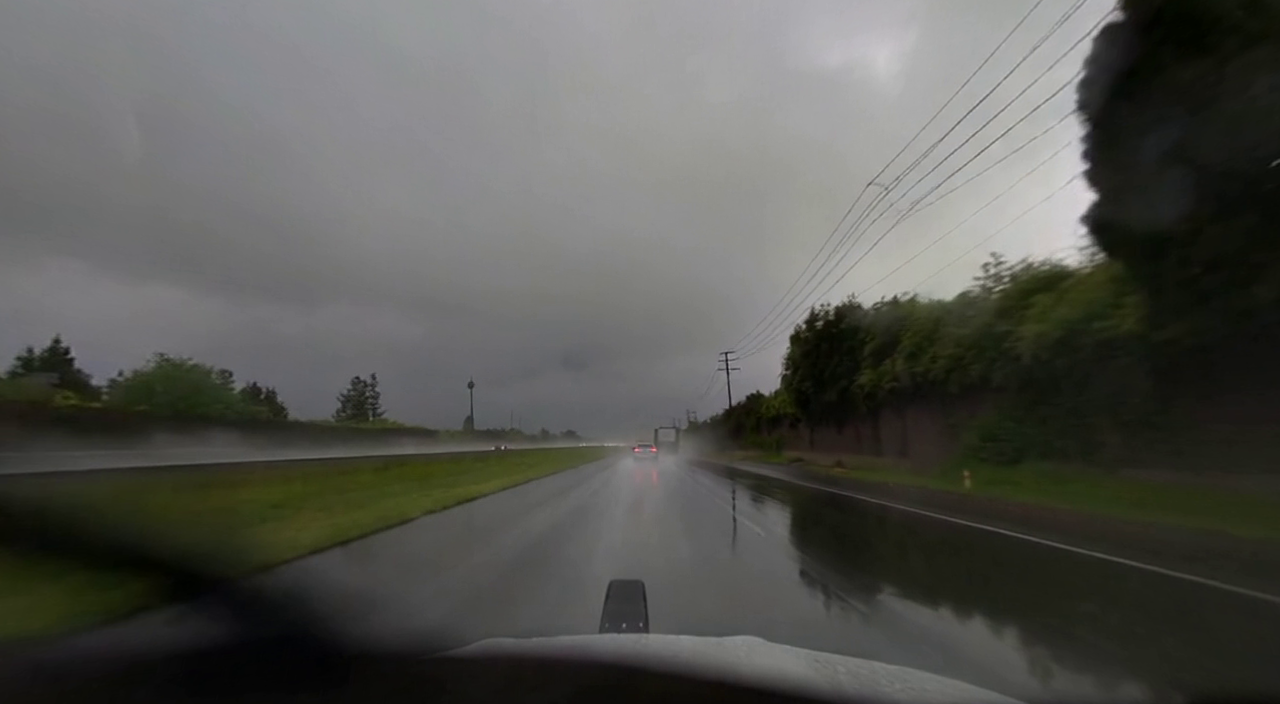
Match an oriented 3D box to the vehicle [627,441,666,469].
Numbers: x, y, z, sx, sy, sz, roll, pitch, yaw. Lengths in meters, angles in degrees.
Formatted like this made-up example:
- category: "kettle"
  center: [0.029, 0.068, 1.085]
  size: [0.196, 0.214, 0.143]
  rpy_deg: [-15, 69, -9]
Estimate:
- category: "vehicle"
  center: [0.375, 6.098, 37.588]
  size: [2.192, 1.556, 4.132]
  rpy_deg: [-1, -9, 0]
